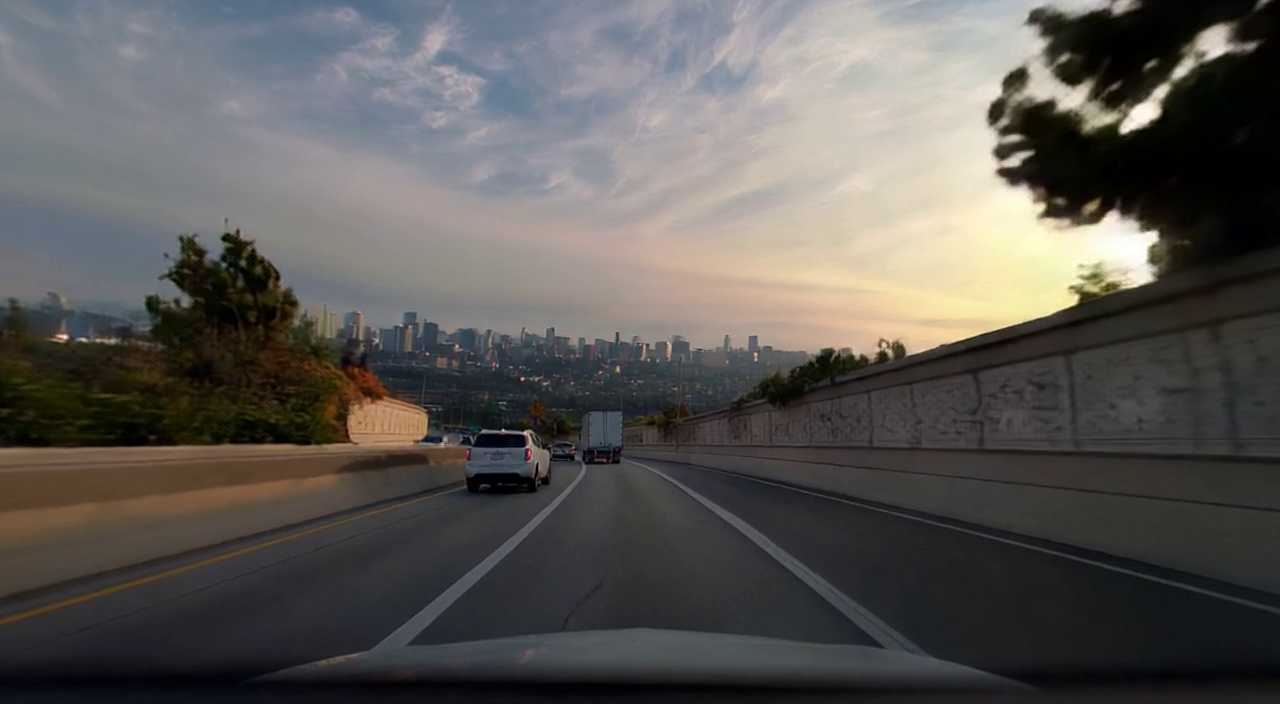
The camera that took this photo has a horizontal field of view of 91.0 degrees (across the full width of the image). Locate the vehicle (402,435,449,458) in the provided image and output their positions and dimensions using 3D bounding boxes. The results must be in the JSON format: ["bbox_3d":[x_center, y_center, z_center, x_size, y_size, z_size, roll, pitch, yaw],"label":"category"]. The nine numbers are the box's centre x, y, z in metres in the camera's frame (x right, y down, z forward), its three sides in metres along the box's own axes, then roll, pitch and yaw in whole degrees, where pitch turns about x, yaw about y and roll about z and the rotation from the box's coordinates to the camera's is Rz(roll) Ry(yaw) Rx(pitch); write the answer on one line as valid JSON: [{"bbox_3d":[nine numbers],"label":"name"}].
[{"bbox_3d":[-15.363,6.796,45.284,1.988,1.499,4.591,1,-9,-3],"label":"vehicle"}]

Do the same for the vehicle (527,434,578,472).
[{"bbox_3d":[-4.230,4.969,31.142,2.044,1.740,4.361,1,-9,-2],"label":"vehicle"}]

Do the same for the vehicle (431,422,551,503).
[{"bbox_3d":[-3.541,2.736,15.904,2.041,1.734,4.391,1,-9,-1],"label":"vehicle"}]
